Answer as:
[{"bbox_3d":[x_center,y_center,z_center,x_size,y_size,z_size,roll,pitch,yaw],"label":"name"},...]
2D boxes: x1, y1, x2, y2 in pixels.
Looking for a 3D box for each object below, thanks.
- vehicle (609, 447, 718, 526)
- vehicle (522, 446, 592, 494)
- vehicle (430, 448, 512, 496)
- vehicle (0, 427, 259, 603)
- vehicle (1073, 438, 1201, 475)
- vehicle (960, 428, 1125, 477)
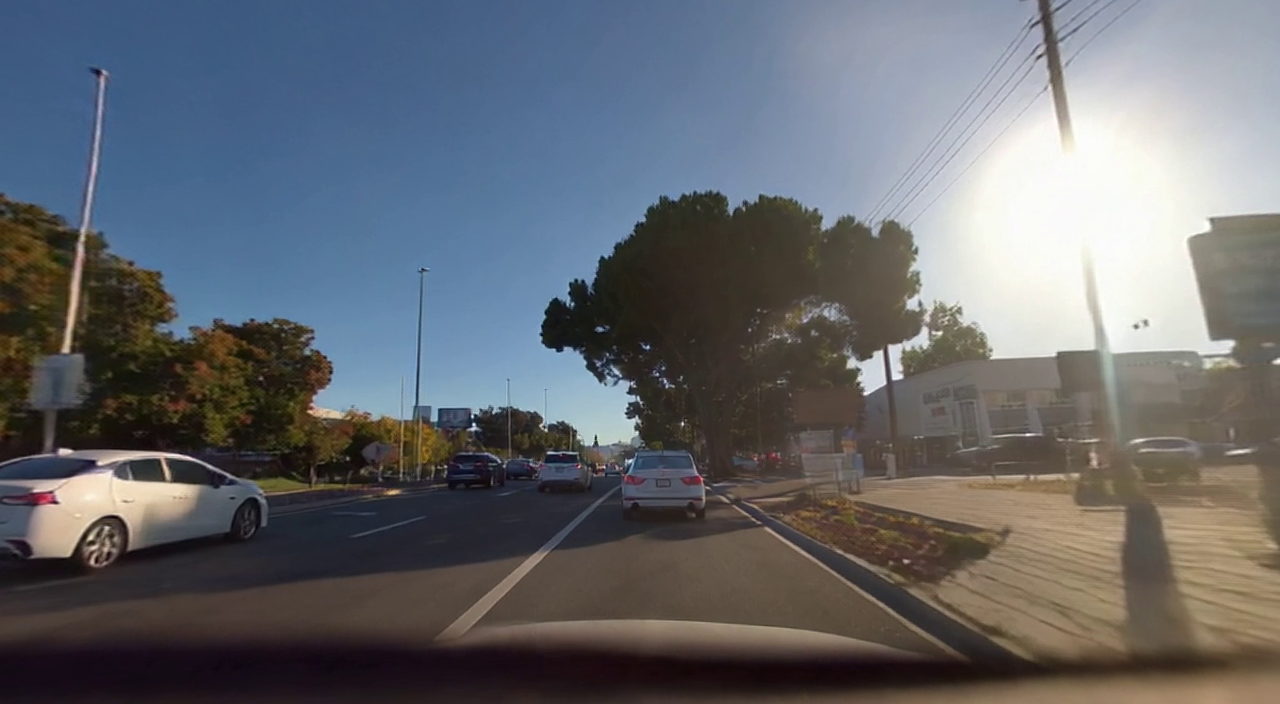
[{"bbox_3d":[0.488,2.889,14.111,2.091,1.494,3.962,0,-9,1],"label":"vehicle"},{"bbox_3d":[-3.221,4.668,25.332,2.055,1.725,4.732,0,-9,1],"label":"vehicle"},{"bbox_3d":[-6.827,4.862,25.981,2.032,1.767,4.549,0,-9,1],"label":"vehicle"},{"bbox_3d":[-7.062,1.826,7.766,1.968,1.657,4.230,0,-9,1],"label":"vehicle"},{"bbox_3d":[22.302,4.700,28.331,4.220,1.550,1.935,-9,-13,43],"label":"vehicle"},{"bbox_3d":[18.066,4.518,28.524,5.852,1.962,2.323,-8,-11,41],"label":"vehicle"}]
